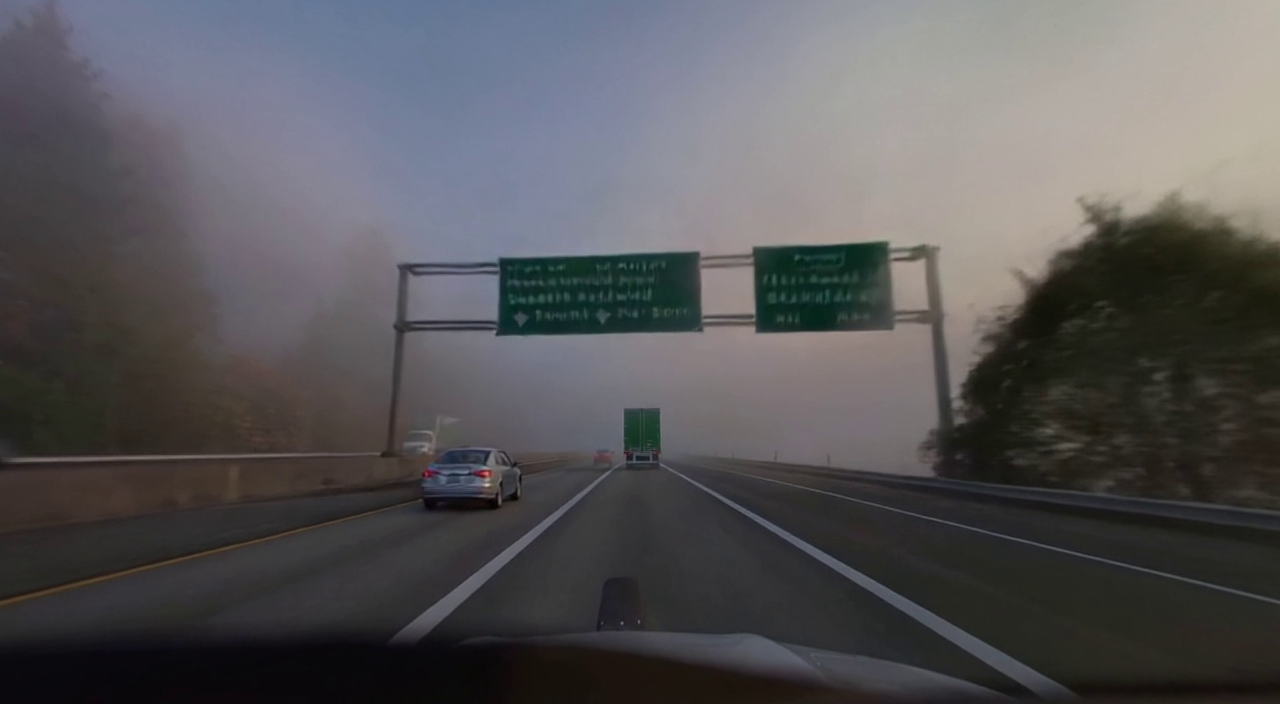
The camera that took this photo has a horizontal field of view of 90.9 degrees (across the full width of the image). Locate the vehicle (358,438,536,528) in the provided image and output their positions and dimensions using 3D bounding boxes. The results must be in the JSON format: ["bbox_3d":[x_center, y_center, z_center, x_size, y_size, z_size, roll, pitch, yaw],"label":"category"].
[{"bbox_3d":[-3.721,2.644,13.367,2.114,1.523,5.110,0,-9,0],"label":"vehicle"}]

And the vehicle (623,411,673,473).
[{"bbox_3d":[0.363,6.081,42.182,2.893,3.628,9.081,0,-9,-2],"label":"vehicle"}]
